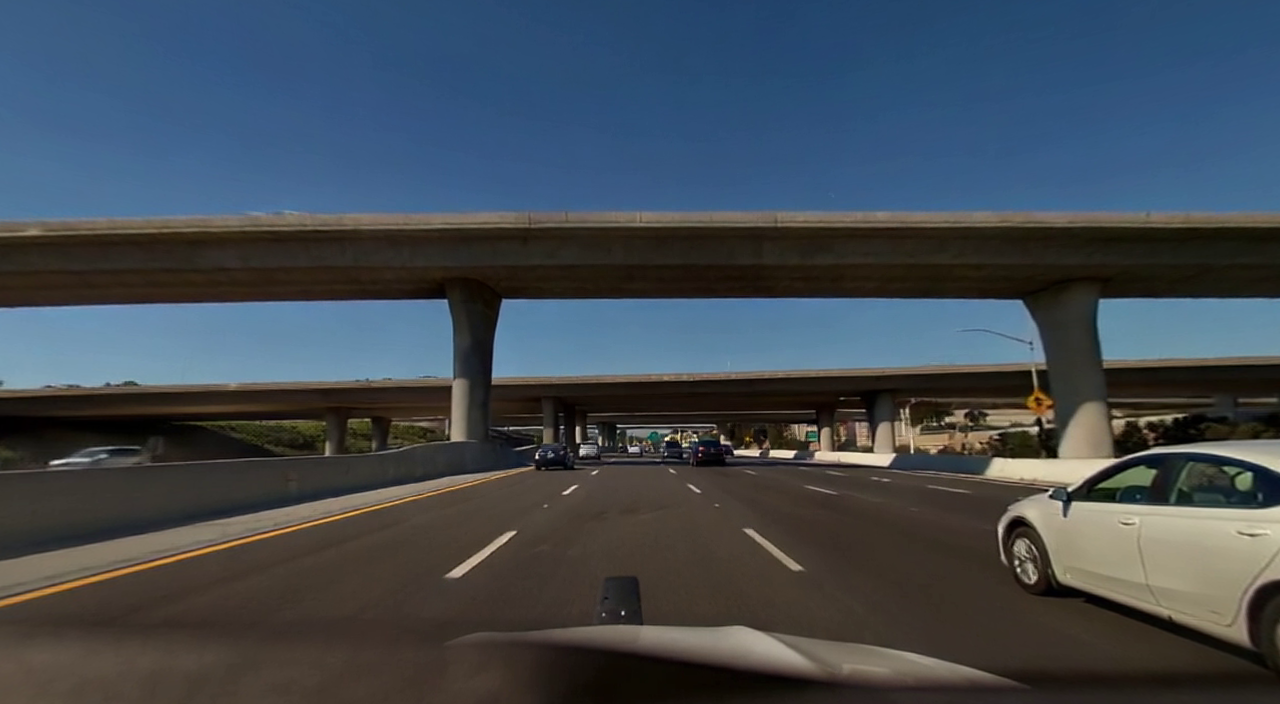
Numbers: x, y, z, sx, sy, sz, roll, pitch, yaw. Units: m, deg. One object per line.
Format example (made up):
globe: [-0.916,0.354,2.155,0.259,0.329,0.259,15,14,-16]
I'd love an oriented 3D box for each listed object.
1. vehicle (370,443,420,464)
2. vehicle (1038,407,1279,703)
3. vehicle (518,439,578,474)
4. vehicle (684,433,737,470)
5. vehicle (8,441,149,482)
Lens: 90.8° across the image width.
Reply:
vehicle: [-17.612,7.325,45.576,1.921,1.444,4.551,0,-9,-2]
vehicle: [3.599,0.870,1.928,1.989,1.472,4.322,0,-9,1]
vehicle: [-4.124,4.780,29.134,1.997,1.476,4.703,0,-9,1]
vehicle: [3.471,5.032,32.005,2.072,1.761,4.242,0,-9,-1]
vehicle: [-23.524,4.592,26.724,1.960,1.555,4.492,0,-9,-2]
